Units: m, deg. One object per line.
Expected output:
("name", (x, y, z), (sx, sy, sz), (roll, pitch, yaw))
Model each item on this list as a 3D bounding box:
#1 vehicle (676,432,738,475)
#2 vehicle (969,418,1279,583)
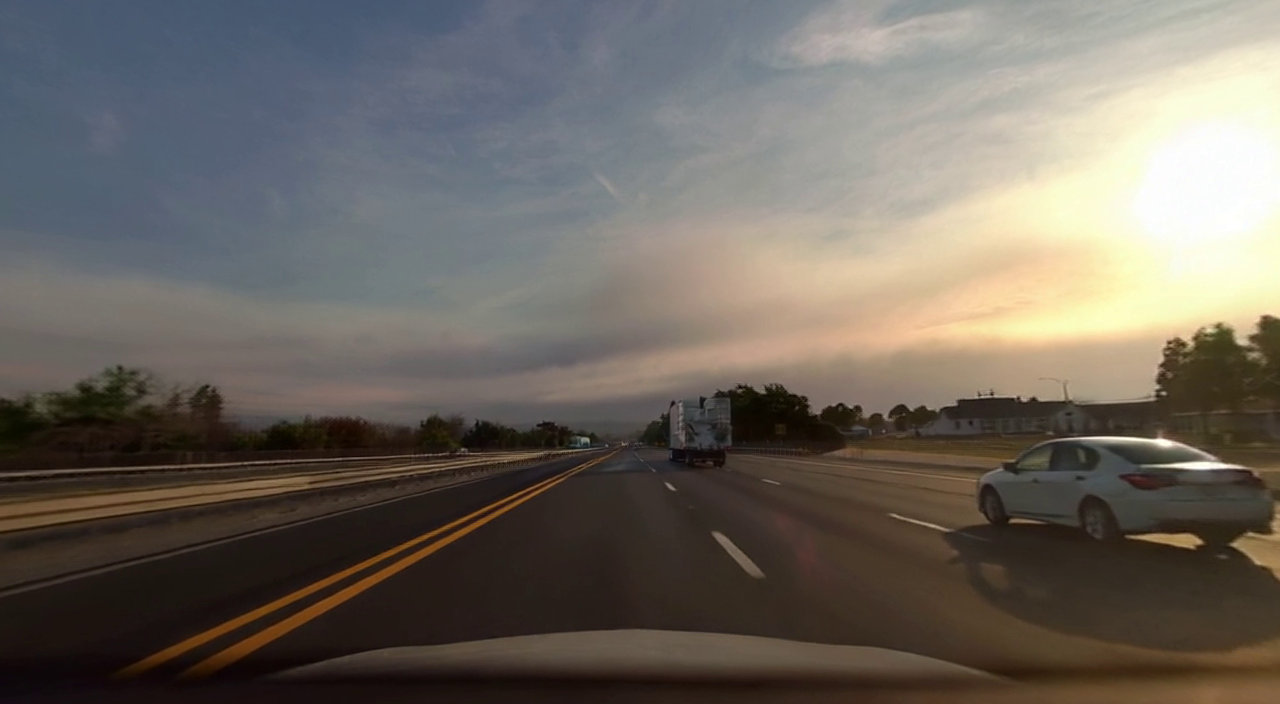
("vehicle", (2.951, 4.610, 28.963), (2.141, 1.785, 4.778), (0, -8, -2))
("vehicle", (6.763, 1.739, 8.399), (2.046, 1.509, 4.929), (0, -8, -1))
